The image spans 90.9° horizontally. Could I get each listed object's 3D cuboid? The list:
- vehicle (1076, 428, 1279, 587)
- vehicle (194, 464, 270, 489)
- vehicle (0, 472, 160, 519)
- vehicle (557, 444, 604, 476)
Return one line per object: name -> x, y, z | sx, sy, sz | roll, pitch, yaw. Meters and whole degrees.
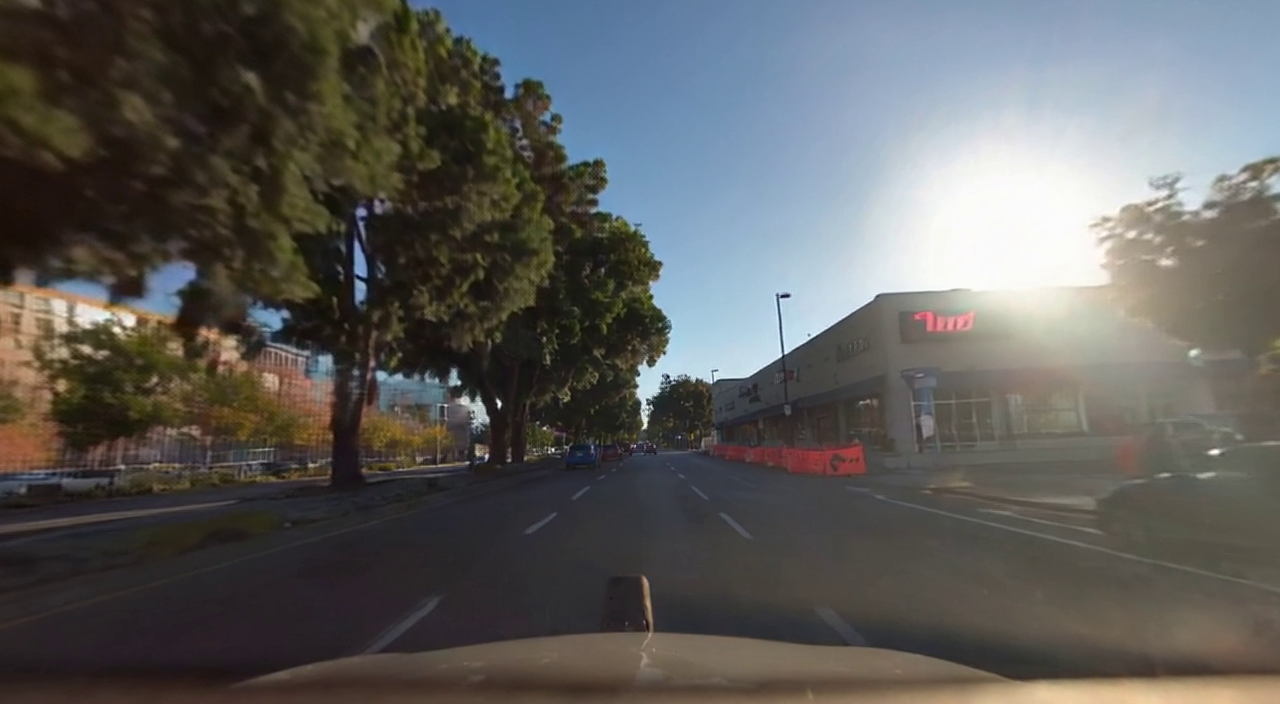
vehicle -> 6.963, 1.510, 6.294 | 1.953, 1.479, 4.524 | 0, -8, 0
vehicle -> -29.992, 9.142, 46.396 | 4.492, 1.450, 1.833 | 3, -11, -42
vehicle -> -22.094, 5.620, 25.168 | 1.955, 1.447, 4.911 | 0, -8, 0
vehicle -> -2.879, 5.314, 31.328 | 1.926, 1.442, 4.231 | 0, -8, 0
